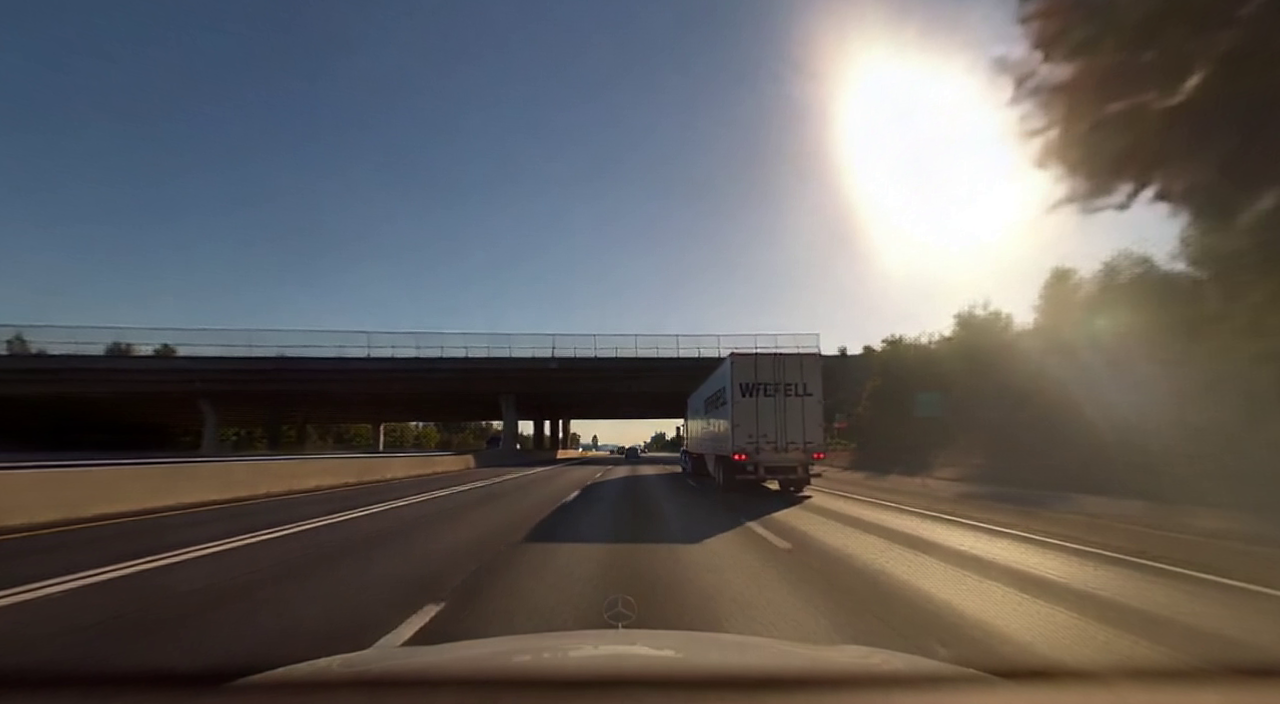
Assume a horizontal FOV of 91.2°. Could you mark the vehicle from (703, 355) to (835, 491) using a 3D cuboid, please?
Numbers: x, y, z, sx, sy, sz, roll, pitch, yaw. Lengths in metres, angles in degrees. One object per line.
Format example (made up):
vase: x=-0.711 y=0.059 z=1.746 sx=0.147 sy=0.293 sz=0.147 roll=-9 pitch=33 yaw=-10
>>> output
vehicle: x=4.205 y=2.738 z=22.822 sx=2.869 sy=4.013 sz=8.610 roll=0 pitch=-9 yaw=0
